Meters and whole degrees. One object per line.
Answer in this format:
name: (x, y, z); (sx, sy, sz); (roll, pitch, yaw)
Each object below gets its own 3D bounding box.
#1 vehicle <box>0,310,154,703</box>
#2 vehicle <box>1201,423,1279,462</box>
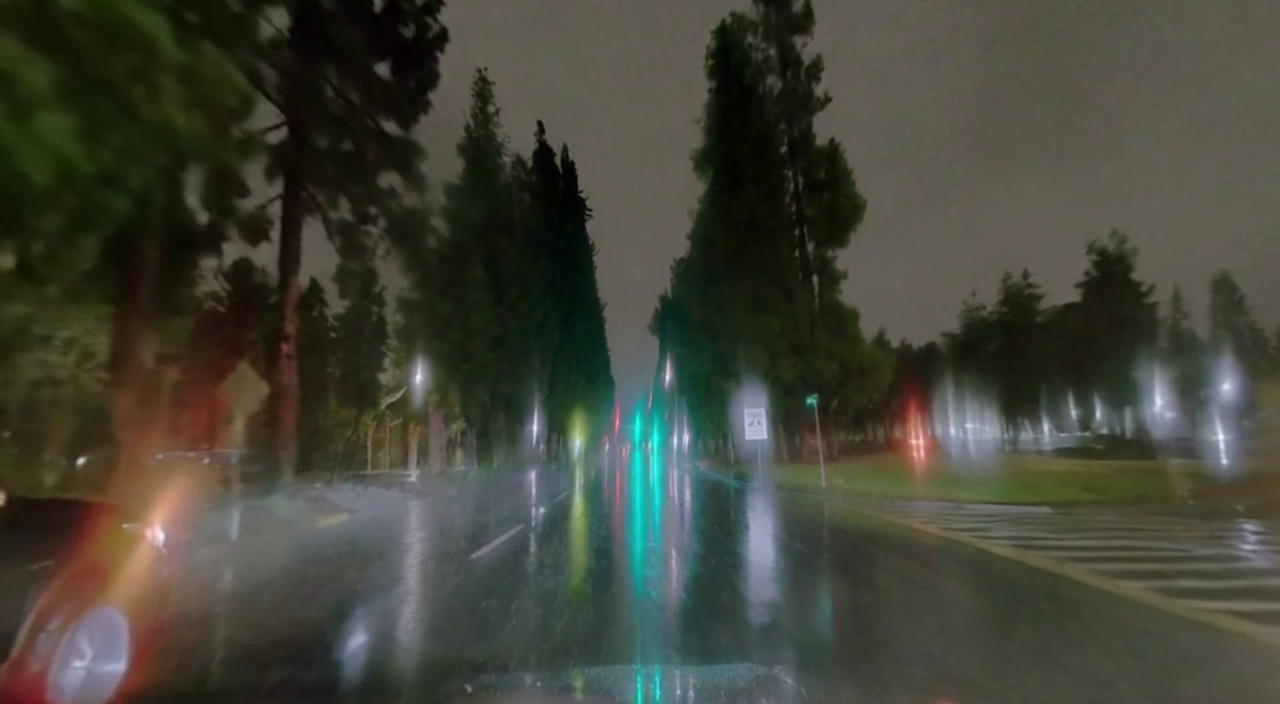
vehicle: (-3.129, 0.474, 0.209); (2.141, 1.761, 4.742); (0, -9, -1)
vehicle: (29.883, 4.359, 30.244); (3.879, 1.820, 1.862); (0, -9, 2)
